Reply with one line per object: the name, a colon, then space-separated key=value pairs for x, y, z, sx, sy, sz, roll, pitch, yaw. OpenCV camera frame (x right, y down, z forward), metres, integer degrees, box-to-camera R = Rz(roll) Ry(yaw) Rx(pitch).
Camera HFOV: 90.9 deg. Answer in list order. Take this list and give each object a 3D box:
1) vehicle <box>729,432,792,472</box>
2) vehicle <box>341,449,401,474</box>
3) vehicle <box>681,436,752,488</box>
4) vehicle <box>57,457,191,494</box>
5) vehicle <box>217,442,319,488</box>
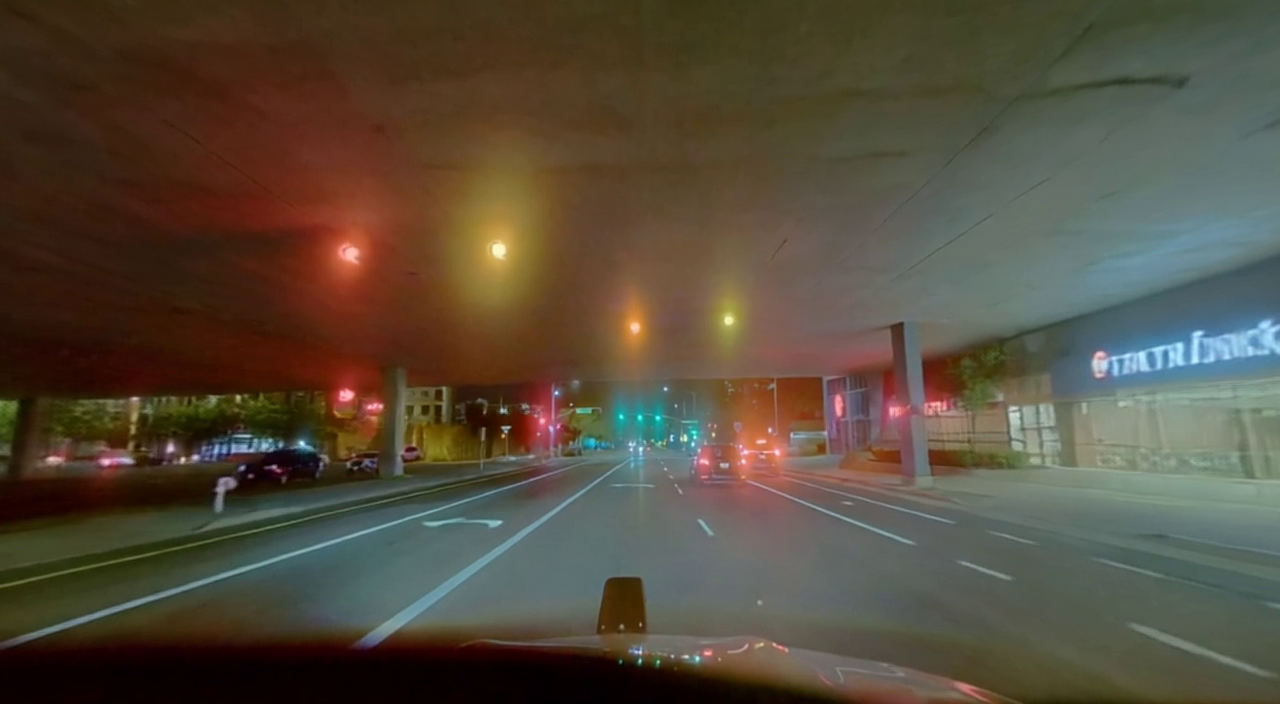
vehicle: x=6.858 y=5.781 z=36.677 sx=2.433 sy=2.116 sz=5.789 roll=0 pitch=-8 yaw=-1
vehicle: x=-17.777 y=7.252 z=41.932 sx=1.985 sy=1.505 sz=4.275 roll=-1 pitch=-8 yaw=2
vehicle: x=2.499 y=3.697 z=21.540 sx=1.947 sy=1.576 sz=3.825 roll=0 pitch=-8 yaw=0
vehicle: x=-24.569 y=5.866 z=30.339 sx=2.128 sy=1.493 sz=4.955 roll=-1 pitch=-8 yaw=2
vehicle: x=-17.992 y=5.426 z=30.793 sx=2.167 sy=2.024 sz=4.589 roll=0 pitch=-8 yaw=-1
